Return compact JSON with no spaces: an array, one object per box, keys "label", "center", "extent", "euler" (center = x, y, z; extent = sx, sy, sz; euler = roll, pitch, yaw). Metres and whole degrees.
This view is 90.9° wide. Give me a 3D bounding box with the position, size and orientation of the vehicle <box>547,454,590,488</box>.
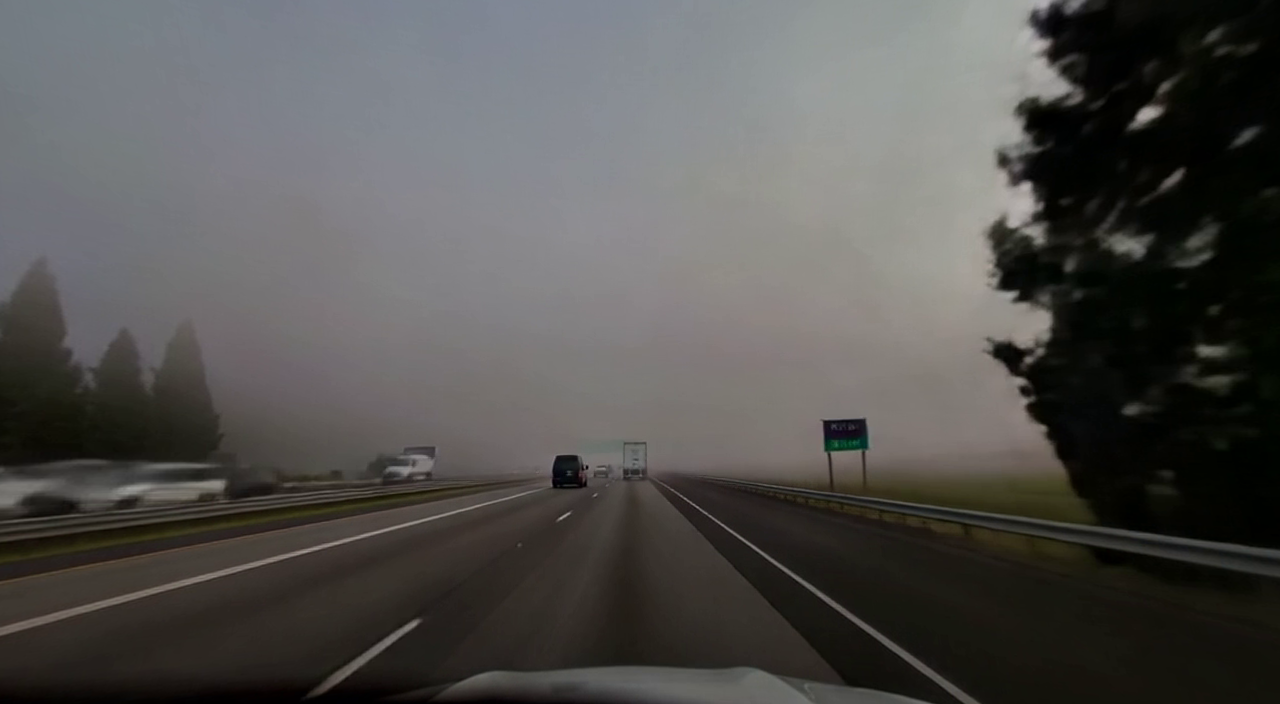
[{"label":"vehicle","center":[-4.446,7.543,40.072],"extent":[2.208,1.973,4.716],"euler":[1,-10,0]}]
